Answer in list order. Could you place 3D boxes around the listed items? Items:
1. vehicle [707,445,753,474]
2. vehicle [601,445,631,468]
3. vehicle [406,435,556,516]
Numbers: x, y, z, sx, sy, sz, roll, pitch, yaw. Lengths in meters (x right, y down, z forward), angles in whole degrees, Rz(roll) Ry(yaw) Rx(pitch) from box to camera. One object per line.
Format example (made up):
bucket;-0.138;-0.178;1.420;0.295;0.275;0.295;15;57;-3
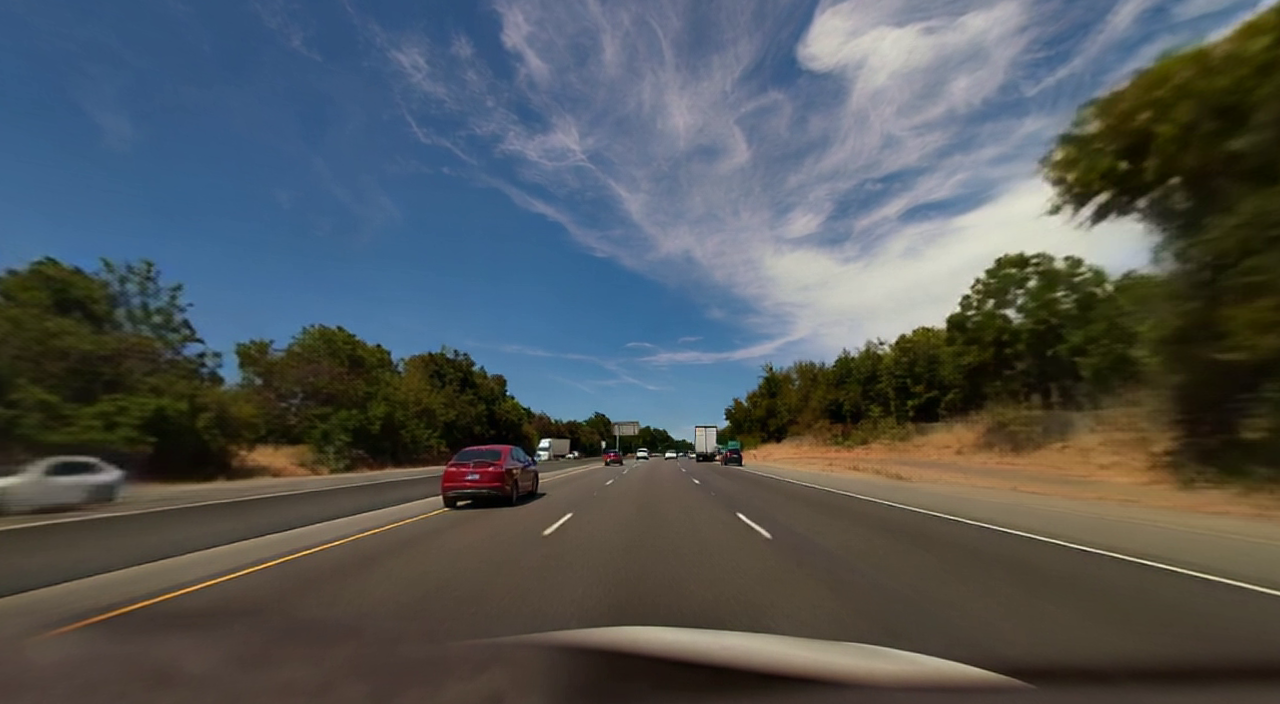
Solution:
vehicle;5.199;6.287;36.922;2.176;1.598;3.878;0;-9;1
vehicle;-1.815;8.137;49.156;2.017;1.683;4.309;-1;-9;3
vehicle;-3.366;2.741;14.505;2.085;1.530;4.809;0;-9;2
